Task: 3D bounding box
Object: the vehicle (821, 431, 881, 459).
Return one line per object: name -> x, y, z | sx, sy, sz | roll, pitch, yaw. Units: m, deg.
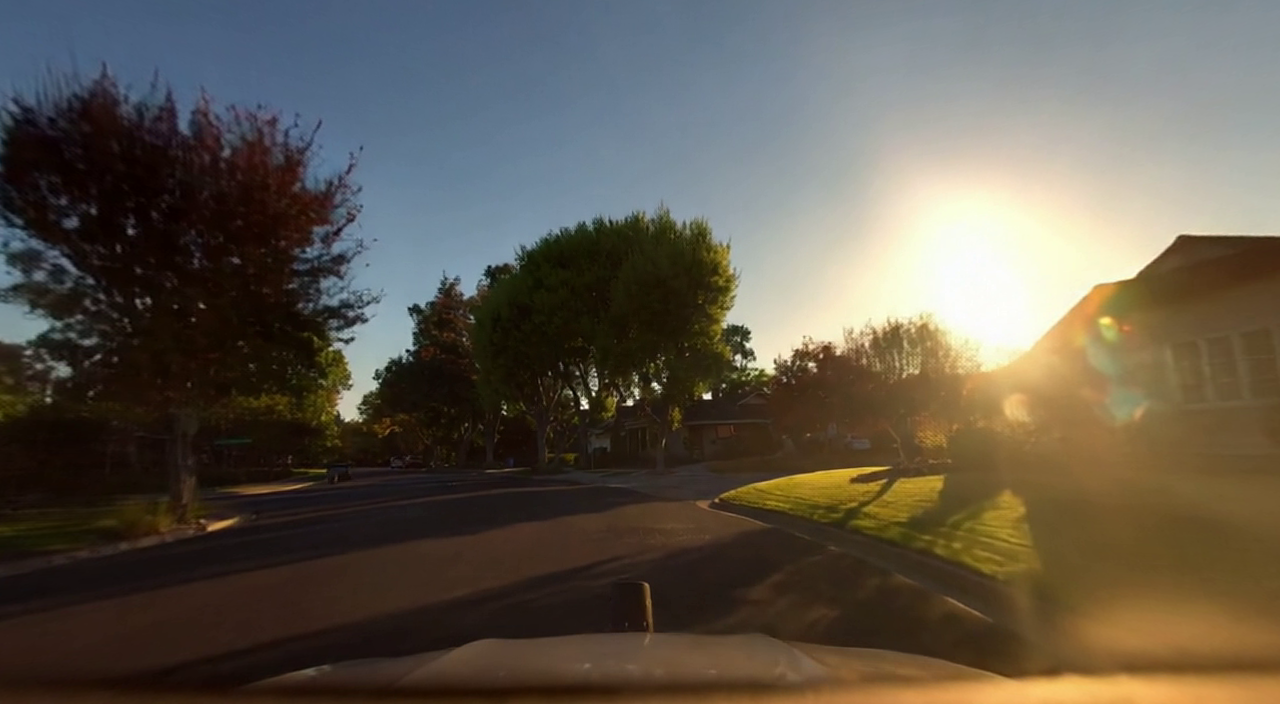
vehicle -> 14.643, 6.526, 44.073 | 1.992, 1.813, 5.079 | 0, -9, -5
